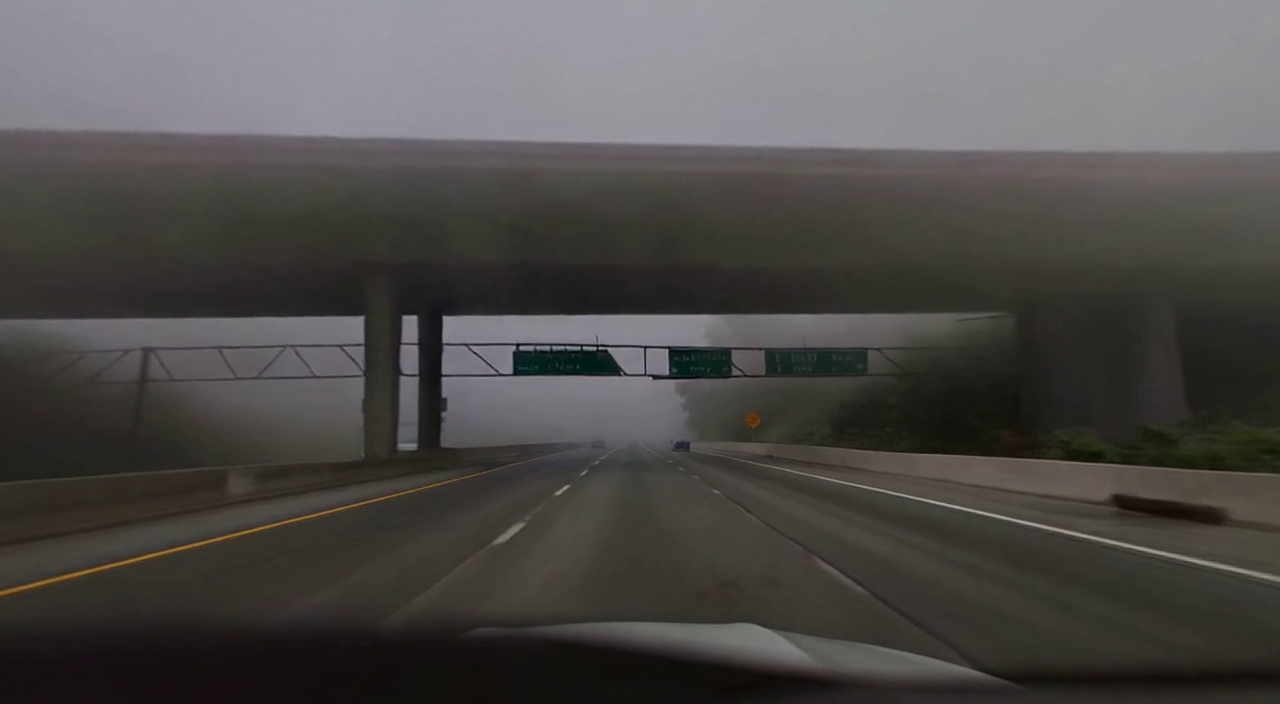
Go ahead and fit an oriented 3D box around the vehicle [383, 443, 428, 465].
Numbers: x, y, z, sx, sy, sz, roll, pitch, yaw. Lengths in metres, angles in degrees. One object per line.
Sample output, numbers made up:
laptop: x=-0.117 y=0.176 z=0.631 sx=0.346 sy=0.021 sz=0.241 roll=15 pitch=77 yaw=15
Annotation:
vehicle: x=-17.188 y=7.460 z=46.378 sx=1.796 sy=1.521 sz=4.008 roll=0 pitch=-8 yaw=-1
